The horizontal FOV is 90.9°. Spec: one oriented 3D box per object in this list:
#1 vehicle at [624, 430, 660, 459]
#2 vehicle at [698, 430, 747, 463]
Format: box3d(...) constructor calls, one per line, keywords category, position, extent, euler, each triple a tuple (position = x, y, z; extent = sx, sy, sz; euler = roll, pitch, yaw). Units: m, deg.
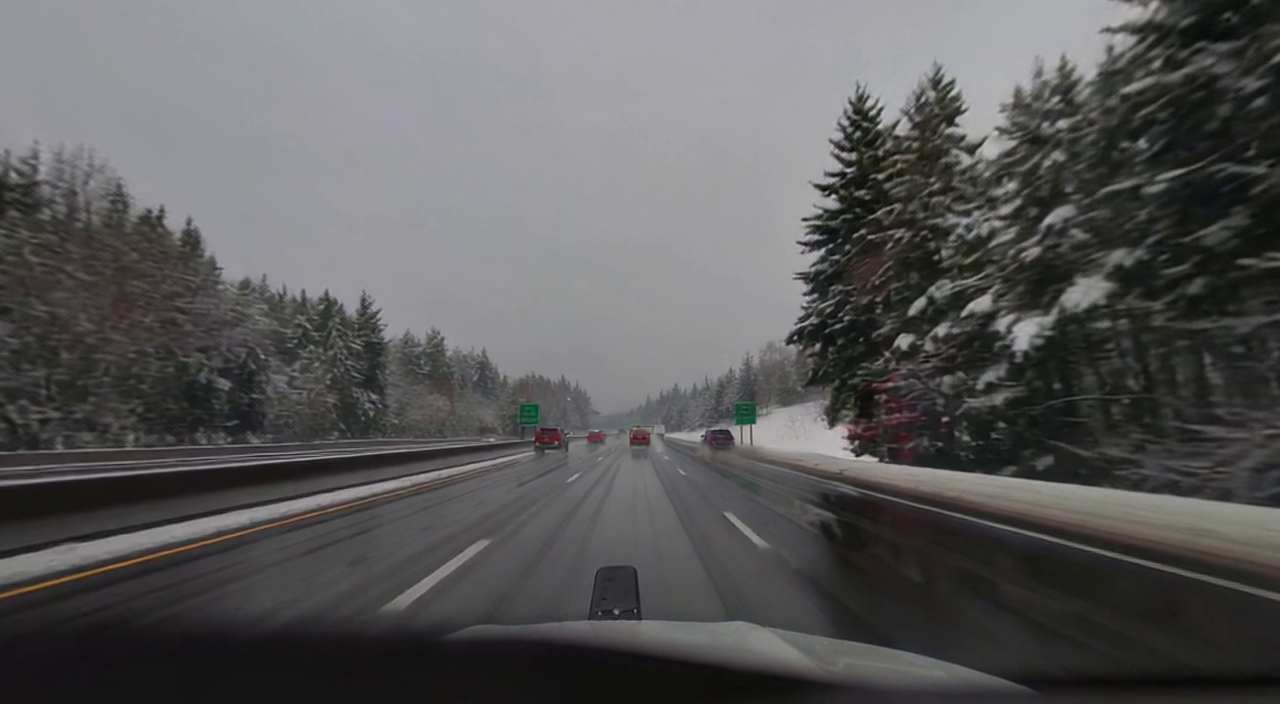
box3d(category="vehicle", position=(0.089, 5.081, 34.778), extent=(1.869, 1.466, 3.356), euler=(0, -7, -1))
box3d(category="vehicle", position=(4.005, 4.621, 31.144), extent=(1.841, 1.491, 3.869), euler=(0, -7, -1))
